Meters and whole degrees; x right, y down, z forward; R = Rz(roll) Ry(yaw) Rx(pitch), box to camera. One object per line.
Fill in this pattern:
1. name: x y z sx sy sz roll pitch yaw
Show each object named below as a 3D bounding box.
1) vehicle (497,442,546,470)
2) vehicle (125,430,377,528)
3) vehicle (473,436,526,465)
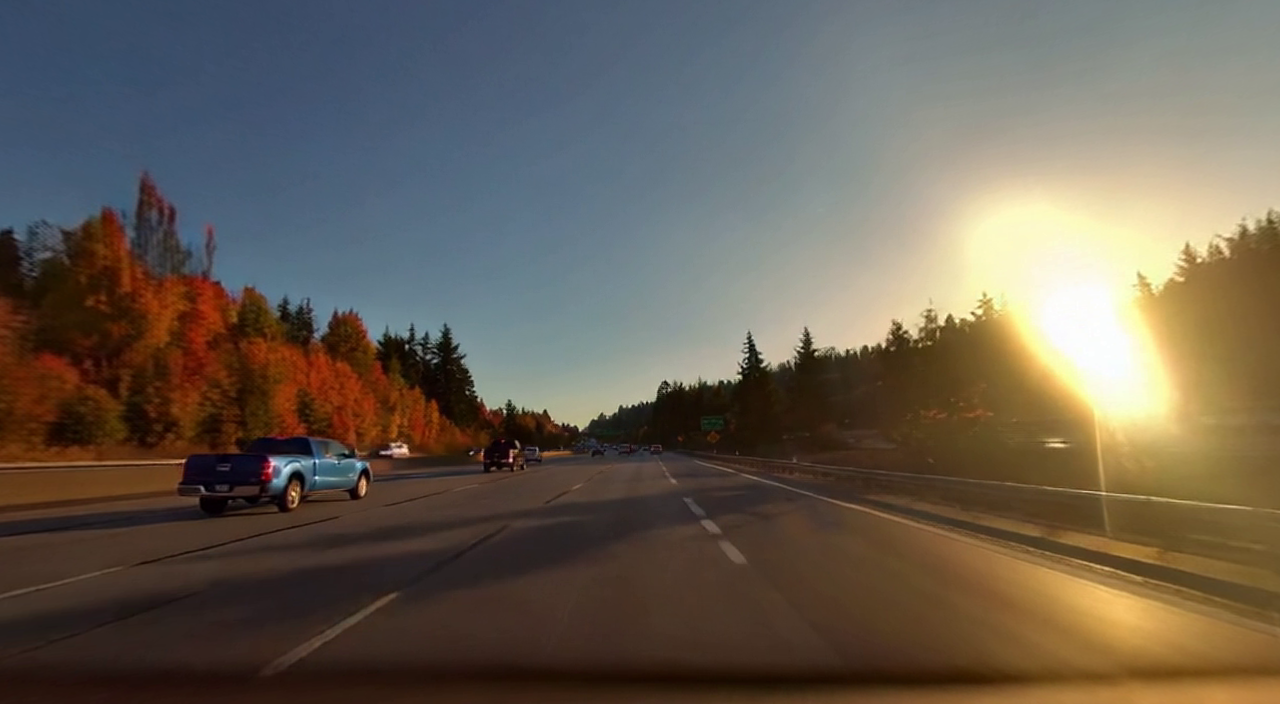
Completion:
1. vehicle: -6.819 6.007 36.570 1.919 1.499 4.234 0 -8 1
2. vehicle: -7.286 2.402 12.585 1.965 1.567 4.686 0 -8 1
3. vehicle: -10.255 7.235 46.452 2.347 1.984 5.778 0 -8 3
